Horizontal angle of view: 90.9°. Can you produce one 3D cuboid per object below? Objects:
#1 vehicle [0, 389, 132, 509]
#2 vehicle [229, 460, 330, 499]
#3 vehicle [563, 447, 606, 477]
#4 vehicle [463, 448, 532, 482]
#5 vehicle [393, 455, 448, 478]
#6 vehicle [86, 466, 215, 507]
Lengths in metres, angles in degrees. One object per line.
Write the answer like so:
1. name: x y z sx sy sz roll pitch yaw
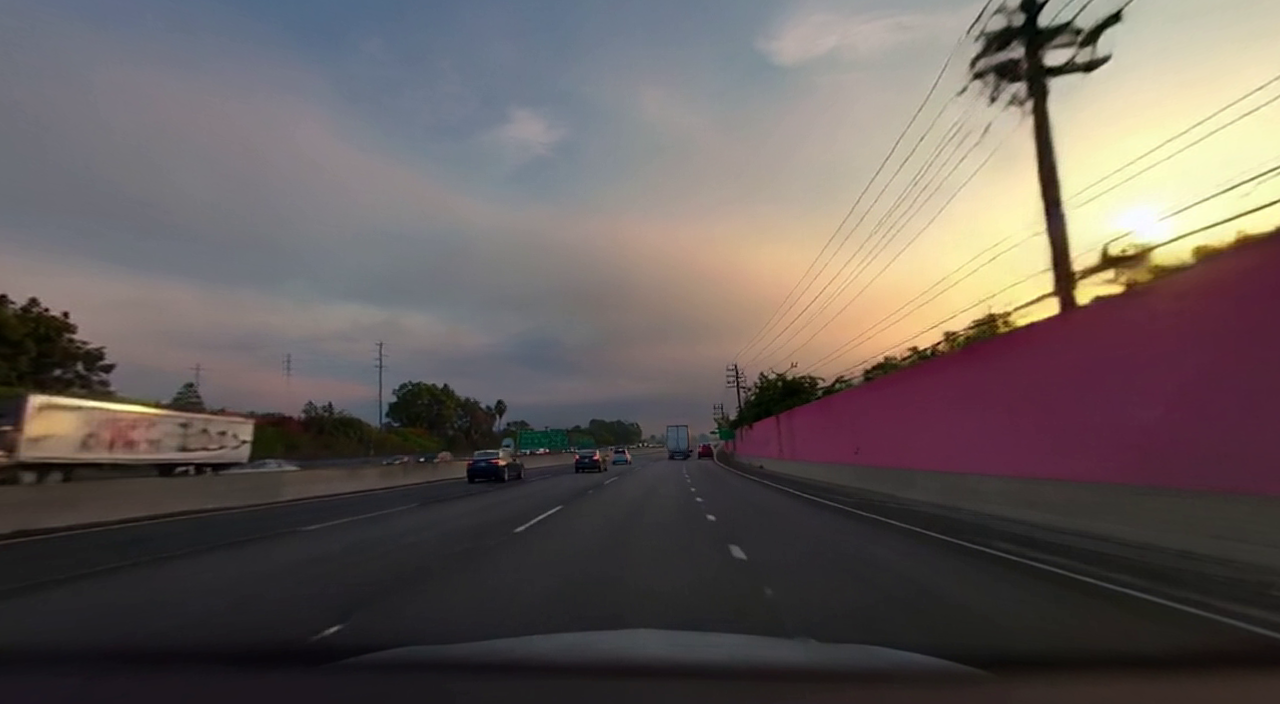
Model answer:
1. vehicle: -23.917 3.835 24.346 3.361 4.101 5.809 -1 -10 1
2. vehicle: -15.131 5.339 26.735 1.866 1.416 3.918 -1 -9 2
3. vehicle: -3.109 6.267 36.156 1.966 1.565 3.766 -1 -9 2
4. vehicle: -6.988 5.588 31.488 2.142 1.503 4.767 -1 -9 3
5. vehicle: -15.301 8.015 44.226 1.923 1.459 4.561 -1 -9 5
6. vehicle: -19.645 5.376 25.534 1.805 1.405 4.114 -1 -9 2
